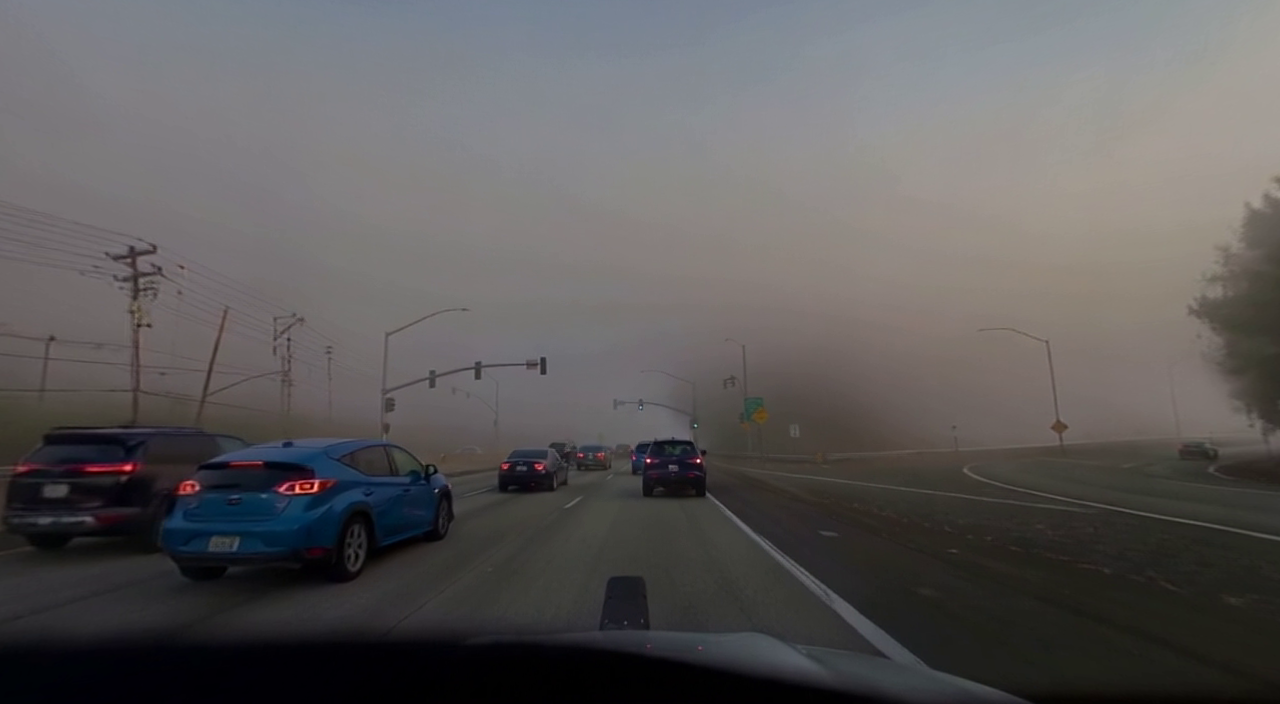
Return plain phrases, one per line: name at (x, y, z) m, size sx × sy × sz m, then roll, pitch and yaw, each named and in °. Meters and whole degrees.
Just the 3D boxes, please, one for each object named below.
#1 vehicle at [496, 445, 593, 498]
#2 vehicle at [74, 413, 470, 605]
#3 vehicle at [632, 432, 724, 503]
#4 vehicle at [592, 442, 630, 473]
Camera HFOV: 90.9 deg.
vehicle at (-2.814, 3.632, 19.627) m, size 2.105 × 1.436 × 4.311 m, roll -1°, pitch -9°, yaw 4°
vehicle at (-3.766, 1.682, 7.681) m, size 2.018 × 1.621 × 4.441 m, roll 0°, pitch -9°, yaw 2°
vehicle at (0.986, 3.085, 17.203) m, size 2.205 × 1.691 × 3.937 m, roll -1°, pitch -9°, yaw 2°
vehicle at (-1.672, 6.338, 37.985) m, size 1.788 × 1.773 × 3.731 m, roll -1°, pitch -9°, yaw 5°
